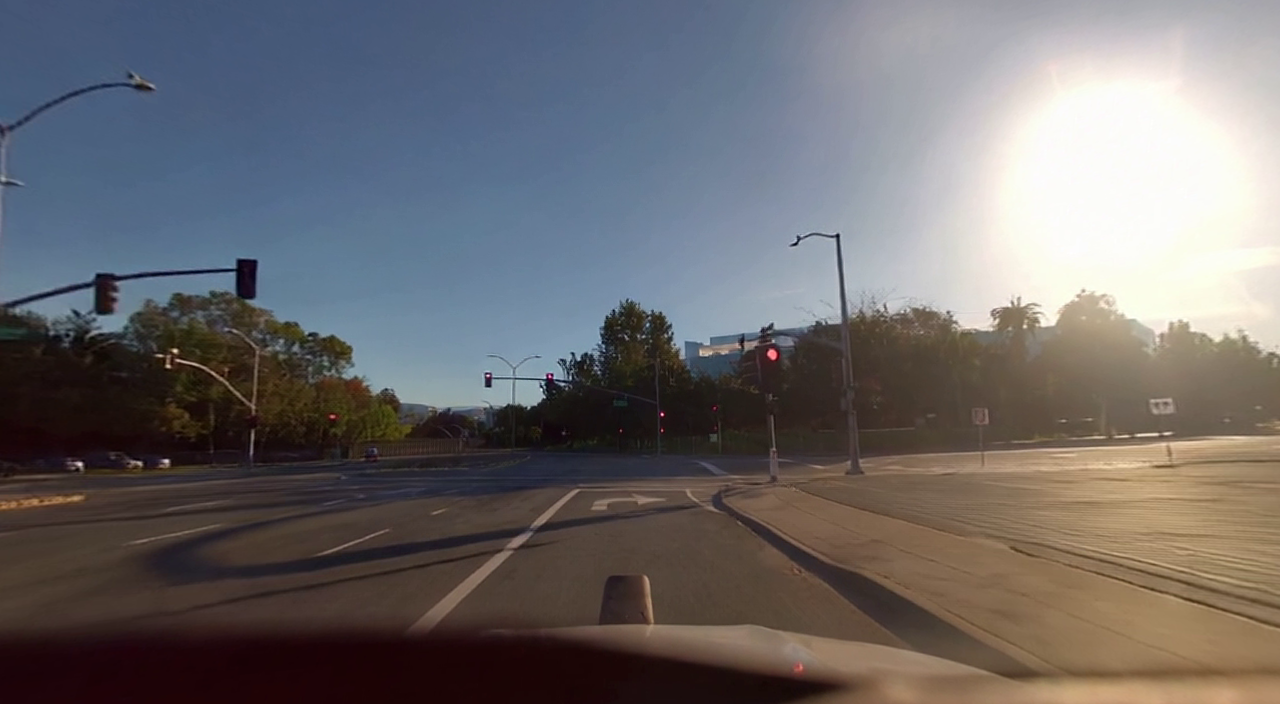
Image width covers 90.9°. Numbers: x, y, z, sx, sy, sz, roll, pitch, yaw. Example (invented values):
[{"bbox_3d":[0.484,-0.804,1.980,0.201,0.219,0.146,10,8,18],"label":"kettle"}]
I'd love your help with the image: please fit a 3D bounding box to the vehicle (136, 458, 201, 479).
[{"bbox_3d":[-36.698,9.055,49.103,3.748,1.389,1.656,-2,-6,-1],"label":"vehicle"}]
